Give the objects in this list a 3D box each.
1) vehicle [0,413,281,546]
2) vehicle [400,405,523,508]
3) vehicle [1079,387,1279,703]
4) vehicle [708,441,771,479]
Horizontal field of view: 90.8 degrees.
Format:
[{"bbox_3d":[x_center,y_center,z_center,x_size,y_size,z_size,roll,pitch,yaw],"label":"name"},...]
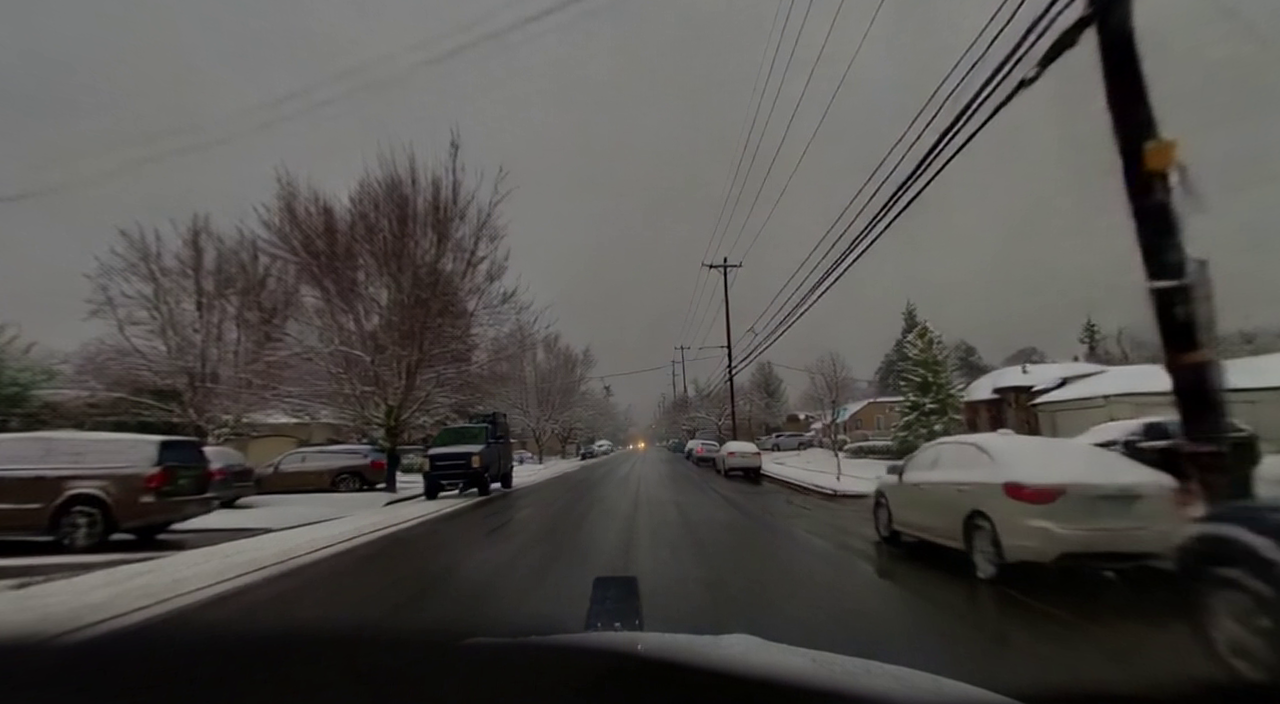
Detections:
[{"bbox_3d":[-10.534,2.227,11.391,6.540,2.079,2.565,0,-8,1],"label":"vehicle"},{"bbox_3d":[-5.884,3.514,21.769,2.313,2.875,6.057,-4,-8,1],"label":"vehicle"},{"bbox_3d":[3.741,0.743,1.558,1.970,1.530,4.899,-1,-8,3],"label":"vehicle"},{"bbox_3d":[4.325,4.778,28.307,2.016,1.544,4.645,0,-8,-1],"label":"vehicle"}]
